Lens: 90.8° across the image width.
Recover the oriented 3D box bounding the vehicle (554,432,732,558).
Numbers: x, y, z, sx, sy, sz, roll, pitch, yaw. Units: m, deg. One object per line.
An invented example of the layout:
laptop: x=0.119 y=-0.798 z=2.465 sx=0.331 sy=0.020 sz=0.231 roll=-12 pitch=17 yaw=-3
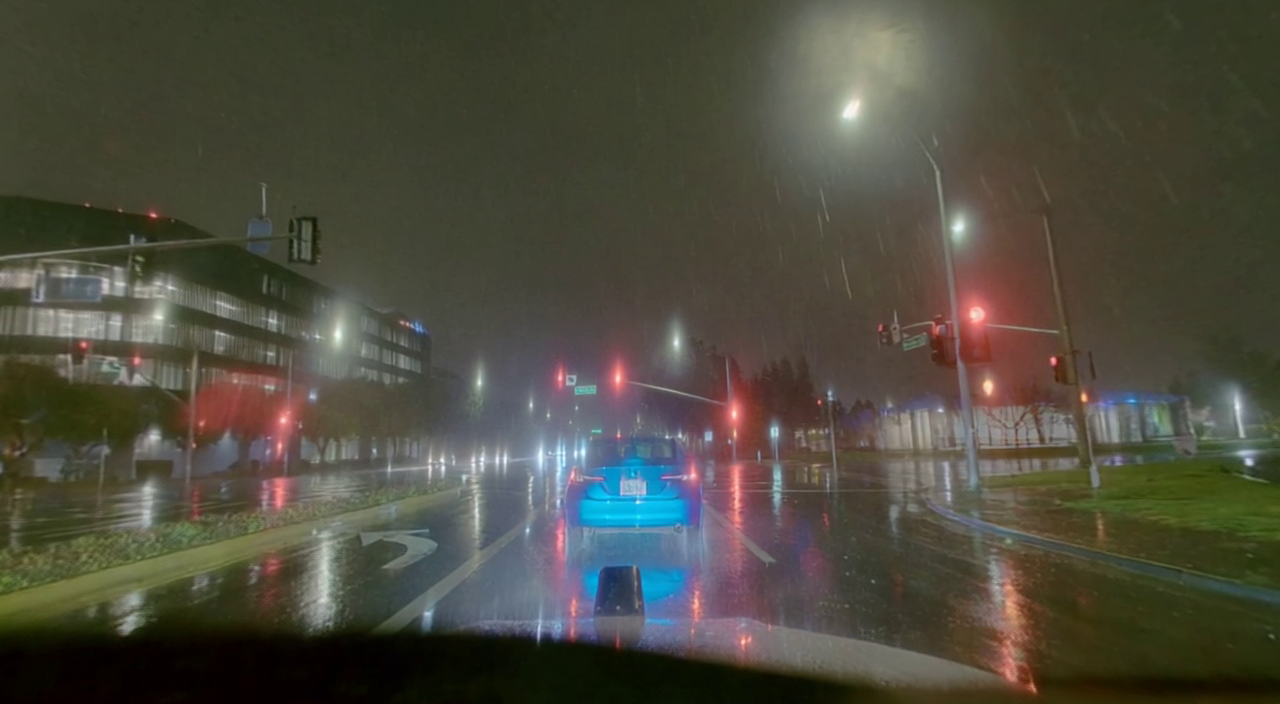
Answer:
vehicle: x=0.005 y=1.999 z=9.523 sx=2.107 sy=1.470 sz=3.974 roll=0 pitch=-9 yaw=-1
